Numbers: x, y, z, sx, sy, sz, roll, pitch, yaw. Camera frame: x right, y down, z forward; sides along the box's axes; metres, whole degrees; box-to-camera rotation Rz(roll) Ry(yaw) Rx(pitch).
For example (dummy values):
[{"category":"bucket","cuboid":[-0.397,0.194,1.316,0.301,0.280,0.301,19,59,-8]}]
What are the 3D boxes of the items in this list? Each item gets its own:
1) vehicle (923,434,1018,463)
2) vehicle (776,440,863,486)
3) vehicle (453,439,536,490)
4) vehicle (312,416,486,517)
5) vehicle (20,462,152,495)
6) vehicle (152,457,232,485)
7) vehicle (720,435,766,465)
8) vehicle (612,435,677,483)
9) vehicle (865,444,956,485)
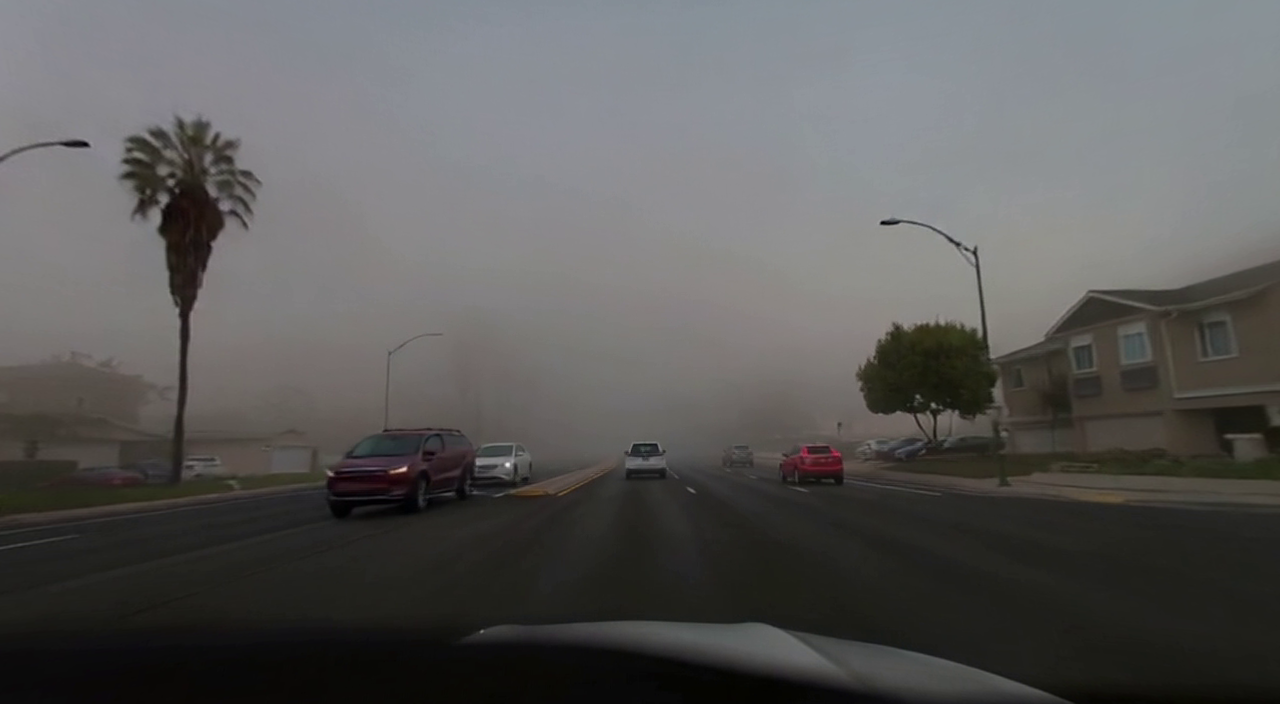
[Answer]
[{"category":"vehicle","cuboid":[18.994,5.565,36.340,4.368,1.499,1.828,-2,-8,2]},{"category":"vehicle","cuboid":[6.390,3.986,22.957,1.897,1.477,4.360,0,-8,0]},{"category":"vehicle","cuboid":[-5.236,4.108,23.347,2.033,1.658,4.472,-1,-8,0]},{"category":"vehicle","cuboid":[-5.288,2.575,14.676,2.193,1.967,4.600,0,-8,0]},{"category":"vehicle","cuboid":[-26.476,6.054,30.243,4.548,1.441,1.946,-1,-8,2]},{"category":"vehicle","cuboid":[-26.641,7.062,37.666,1.726,1.442,4.081,0,-8,1]},{"category":"vehicle","cuboid":[7.512,7.196,46.381,2.436,2.010,5.595,0,-8,0]},{"category":"vehicle","cuboid":[0.122,4.127,24.536,2.289,1.679,4.180,0,-8,-1]},{"category":"vehicle","cuboid":[11.014,4.592,26.049,1.854,1.477,4.525,2,-9,1]}]
